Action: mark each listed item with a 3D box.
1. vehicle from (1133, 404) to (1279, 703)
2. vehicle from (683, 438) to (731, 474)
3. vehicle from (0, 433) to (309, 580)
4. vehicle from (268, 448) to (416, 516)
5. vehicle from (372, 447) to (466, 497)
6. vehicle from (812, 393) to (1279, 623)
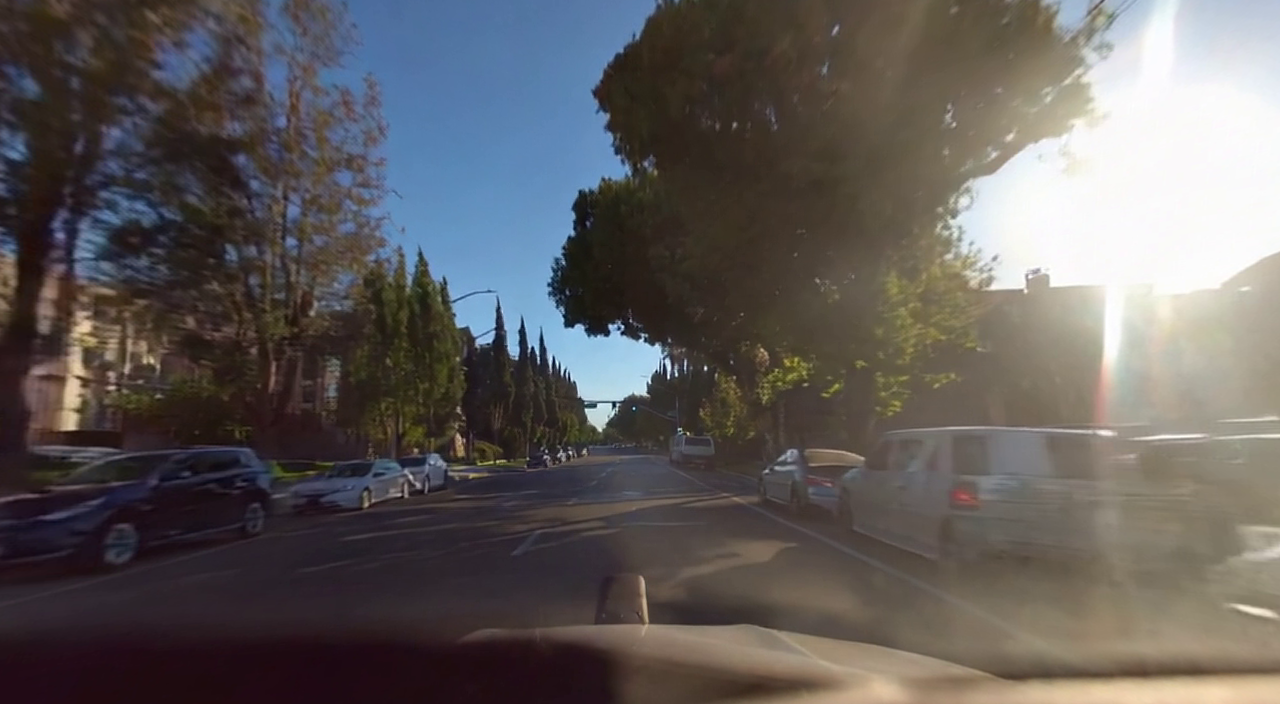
[{"bbox_3d":[3.841,0.814,1.445,1.914,1.552,4.321,0,-8,0],"label":"vehicle"},{"bbox_3d":[3.682,5.829,35.604,2.034,1.906,4.653,0,-8,-2],"label":"vehicle"},{"bbox_3d":[-7.471,2.199,10.050,2.091,1.724,4.536,-1,-7,-2],"label":"vehicle"},{"bbox_3d":[-7.721,3.350,16.915,2.013,1.550,4.290,0,-8,-2],"label":"vehicle"},{"bbox_3d":[-7.750,4.218,22.596,1.965,1.501,3.892,-1,-7,0],"label":"vehicle"},{"bbox_3d":[3.936,1.600,7.612,2.148,1.777,5.196,0,-8,-1],"label":"vehicle"}]
